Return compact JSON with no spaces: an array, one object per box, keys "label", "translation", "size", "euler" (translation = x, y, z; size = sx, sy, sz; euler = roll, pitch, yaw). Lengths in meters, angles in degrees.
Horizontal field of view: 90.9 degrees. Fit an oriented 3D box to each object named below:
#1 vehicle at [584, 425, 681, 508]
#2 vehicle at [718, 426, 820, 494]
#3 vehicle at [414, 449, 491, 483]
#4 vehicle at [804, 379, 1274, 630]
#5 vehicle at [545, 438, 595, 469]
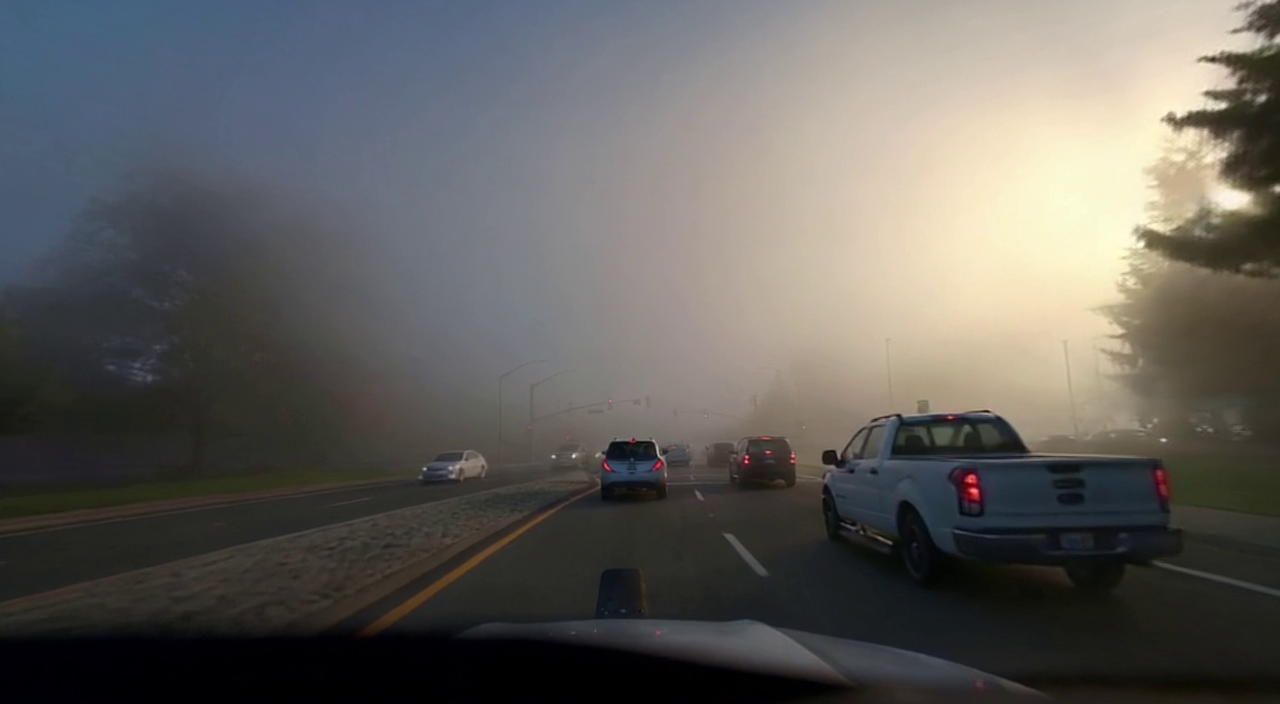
[{"label":"vehicle","translation":[-0.050,2.803,15.779],"size":[2.113,1.768,3.901],"euler":[0,-9,4]},{"label":"vehicle","translation":[3.959,3.464,20.569],"size":[2.317,1.857,5.940],"euler":[0,-9,2]},{"label":"vehicle","translation":[-9.014,5.510,30.855],"size":[1.953,1.476,4.747],"euler":[-1,-9,5]},{"label":"vehicle","translation":[3.434,1.431,6.869],"size":[2.114,1.765,4.647],"euler":[0,-9,1]},{"label":"vehicle","translation":[-4.789,7.110,44.232],"size":[2.355,2.005,5.673],"euler":[-1,-9,6]}]
